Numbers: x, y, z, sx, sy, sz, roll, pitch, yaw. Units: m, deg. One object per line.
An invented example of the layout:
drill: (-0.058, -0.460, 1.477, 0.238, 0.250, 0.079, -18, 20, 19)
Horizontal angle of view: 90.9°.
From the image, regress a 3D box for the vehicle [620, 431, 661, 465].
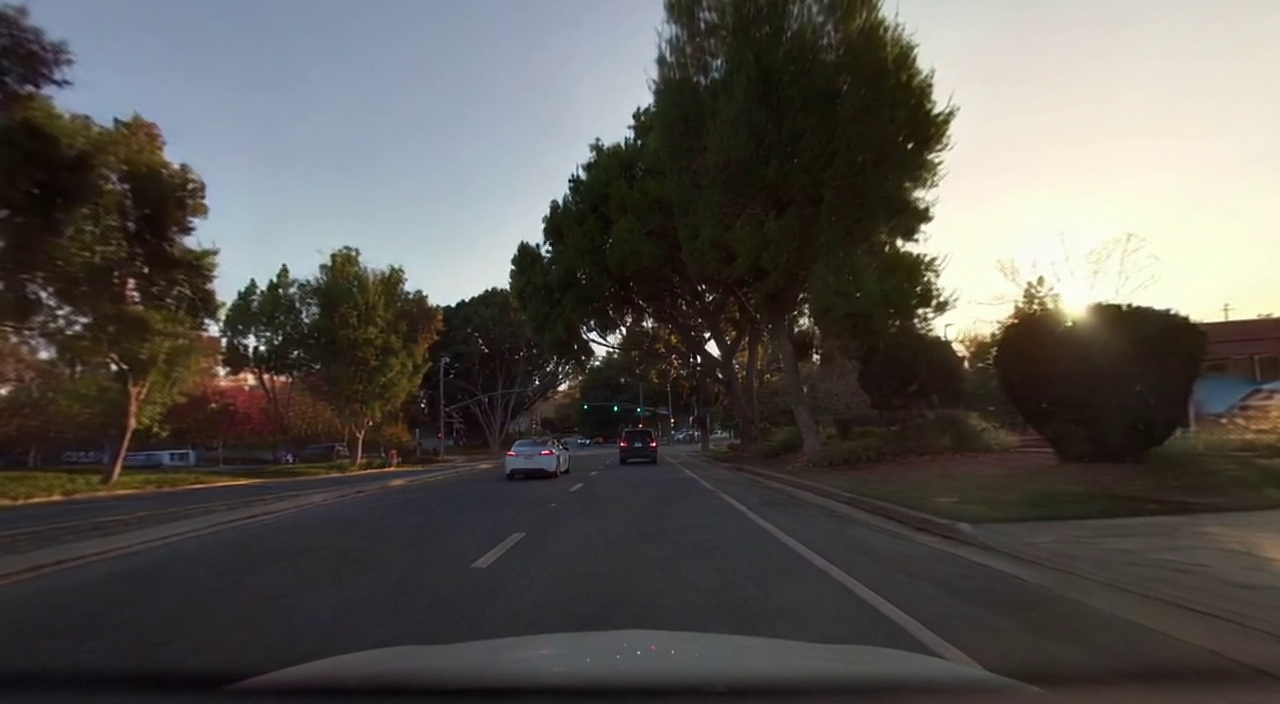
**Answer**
vehicle: (0.021, 5.411, 35.690, 2.213, 1.778, 4.107, 0, -8, 0)

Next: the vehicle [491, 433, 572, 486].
vehicle: (-3.626, 3.669, 21.839, 1.914, 1.630, 4.351, 0, -8, 1)
